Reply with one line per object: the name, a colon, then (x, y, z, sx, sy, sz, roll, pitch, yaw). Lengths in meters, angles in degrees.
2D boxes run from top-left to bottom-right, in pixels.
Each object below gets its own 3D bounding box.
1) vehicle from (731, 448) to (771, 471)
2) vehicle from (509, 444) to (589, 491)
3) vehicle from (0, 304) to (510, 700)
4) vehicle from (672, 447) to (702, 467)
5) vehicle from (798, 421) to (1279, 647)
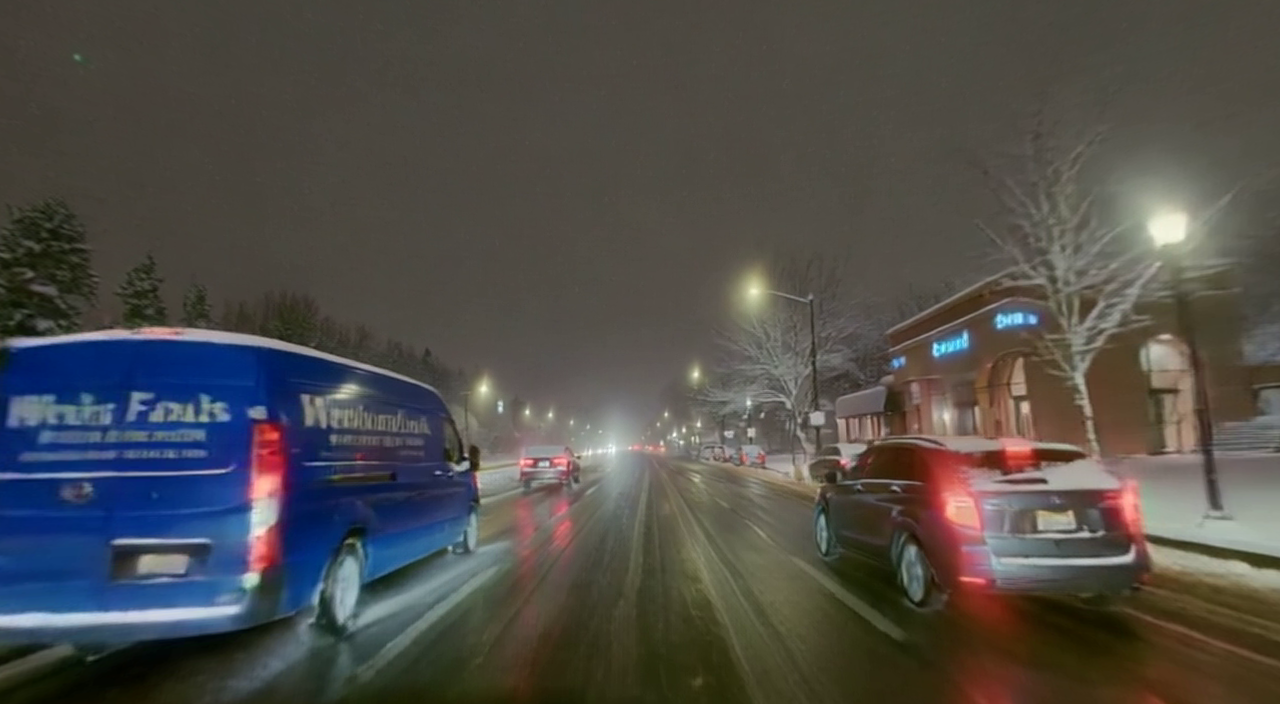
vehicle: (7.320, 7.152, 42.182, 1.896, 1.442, 4.305, 0, -9, 0)
vehicle: (-3.077, 4.026, 22.372, 2.060, 1.466, 4.387, 0, -9, 1)
vehicle: (-3.202, 1.212, 6.312, 2.490, 2.153, 5.594, 0, -9, 1)
vehicle: (3.559, 8.073, 48.722, 1.961, 1.482, 4.538, 0, -9, 0)
vehicle: (3.264, 1.563, 6.570, 2.021, 1.491, 4.563, 0, -9, -1)
